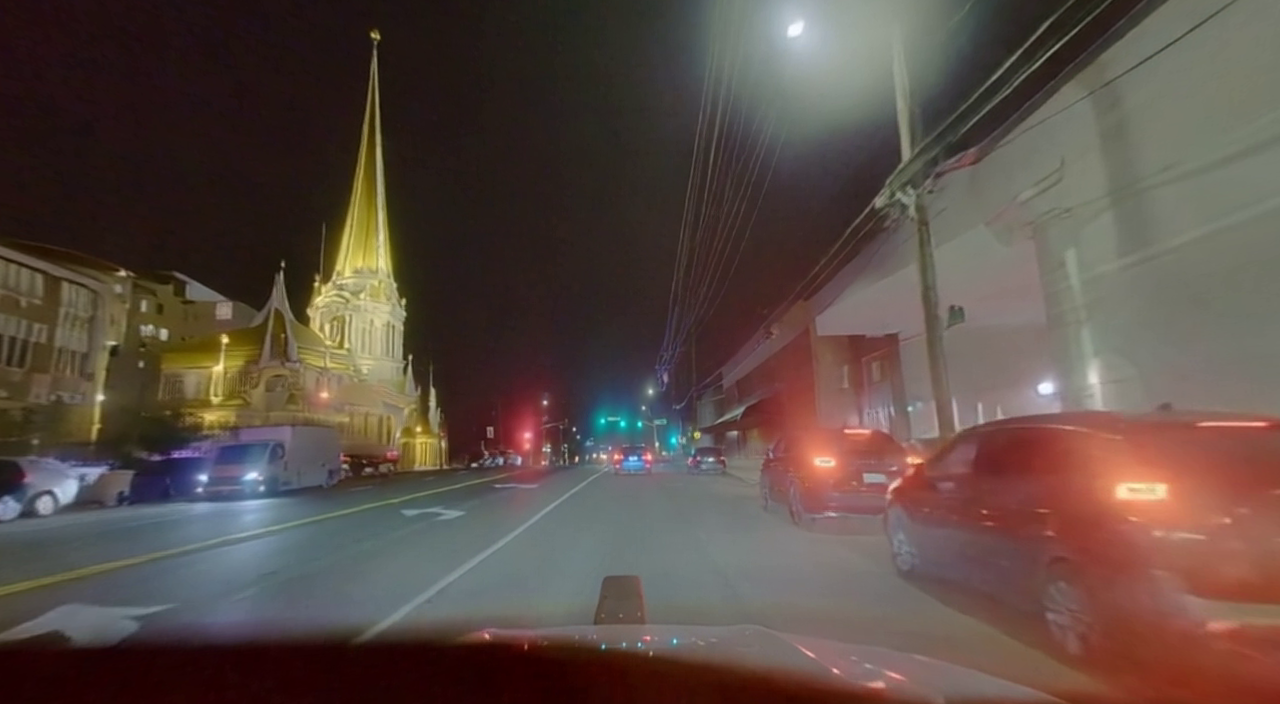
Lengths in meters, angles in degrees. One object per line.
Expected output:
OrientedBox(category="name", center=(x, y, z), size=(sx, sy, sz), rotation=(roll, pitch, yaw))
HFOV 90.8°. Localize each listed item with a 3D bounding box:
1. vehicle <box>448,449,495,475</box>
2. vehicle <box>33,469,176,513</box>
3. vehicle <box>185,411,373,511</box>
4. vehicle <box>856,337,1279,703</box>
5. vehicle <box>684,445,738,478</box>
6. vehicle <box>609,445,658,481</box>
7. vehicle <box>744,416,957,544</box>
OrientedBox(category="vehicle", center=(-12.566, 8.202, 47.424), size=(2.071, 1.814, 5.185), rotation=(0, -9, 1))
OrientedBox(category="vehicle", center=(-19.406, 5.026, 23.014), size=(3.703, 1.234, 1.683), rotation=(-4, -10, 0))
OrientedBox(category="vehicle", center=(-12.118, 3.743, 22.056), size=(2.961, 2.739, 6.276), rotation=(-4, -9, -1))
OrientedBox(category="vehicle", center=(3.623, 1.197, 5.126), size=(2.140, 1.890, 4.402), rotation=(0, -9, 0))
OrientedBox(category="vehicle", center=(3.526, 5.552, 32.284), size=(1.944, 1.530, 4.539), rotation=(0, -9, -4))
OrientedBox(category="vehicle", center=(-0.302, 5.012, 28.801), size=(2.049, 1.453, 4.299), rotation=(0, -9, -1))
OrientedBox(category="vehicle", center=(3.613, 2.333, 12.283), size=(2.204, 1.845, 5.597), rotation=(1, -9, 0))
